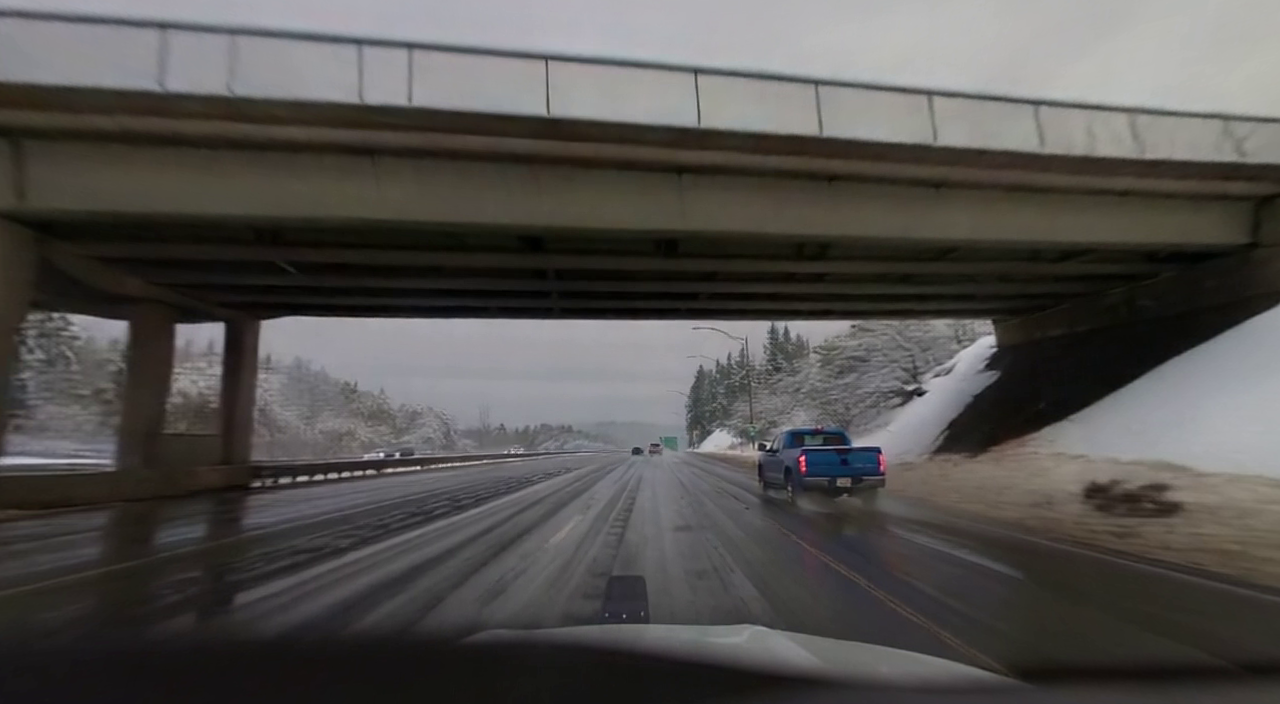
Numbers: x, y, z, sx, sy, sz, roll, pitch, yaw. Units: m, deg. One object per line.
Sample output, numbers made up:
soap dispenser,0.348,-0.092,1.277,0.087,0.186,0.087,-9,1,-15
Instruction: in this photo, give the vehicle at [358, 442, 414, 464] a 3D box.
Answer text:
vehicle,-19.409,7.739,48.498,1.997,1.583,5.181,0,-8,2

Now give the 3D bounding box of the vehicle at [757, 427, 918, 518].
vehicle,4.060,2.557,14.003,2.010,1.637,4.940,0,-8,1

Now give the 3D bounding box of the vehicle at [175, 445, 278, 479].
vehicle,-19.615,5.205,30.159,1.833,1.438,4.439,0,-8,1
